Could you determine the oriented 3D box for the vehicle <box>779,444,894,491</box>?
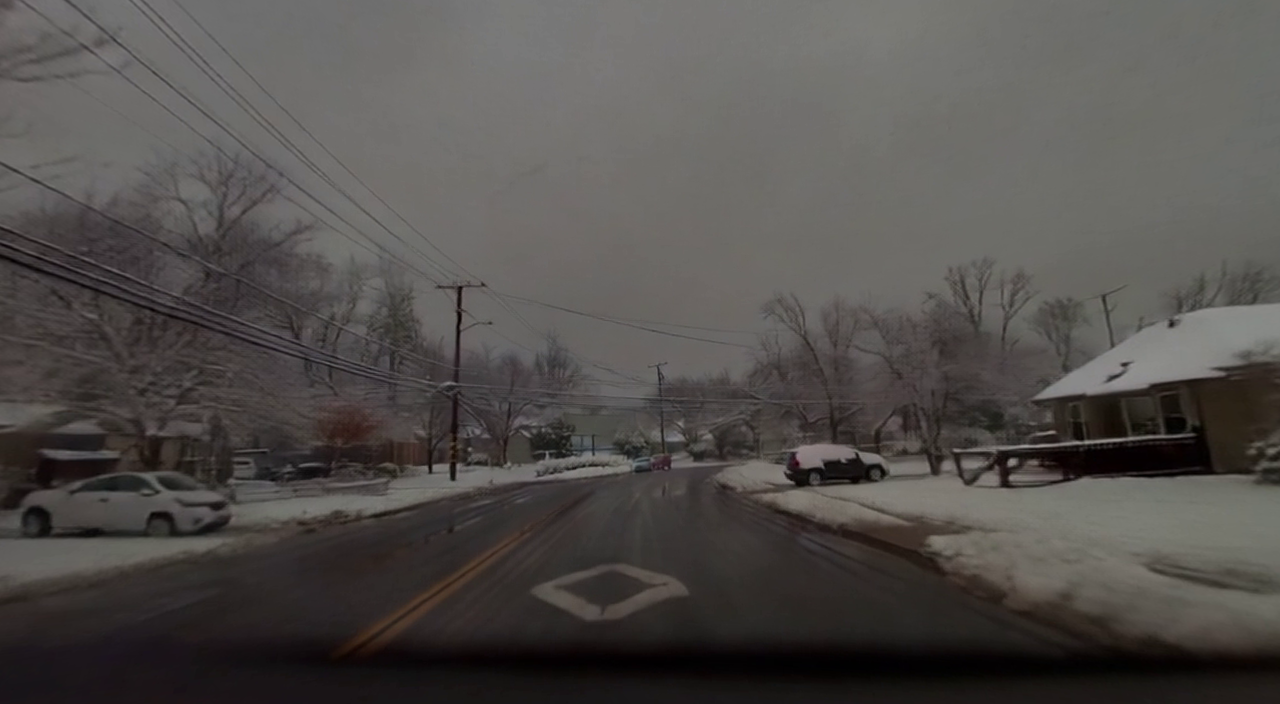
[{"bbox_3d":[7.723,4.537,25.064,3.846,1.725,1.920,0,-9,-4],"label":"vehicle"}]

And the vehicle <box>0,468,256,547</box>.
[{"bbox_3d":[-11.698,3.536,14.658,4.243,1.598,2.003,-1,-9,3],"label":"vehicle"}]
